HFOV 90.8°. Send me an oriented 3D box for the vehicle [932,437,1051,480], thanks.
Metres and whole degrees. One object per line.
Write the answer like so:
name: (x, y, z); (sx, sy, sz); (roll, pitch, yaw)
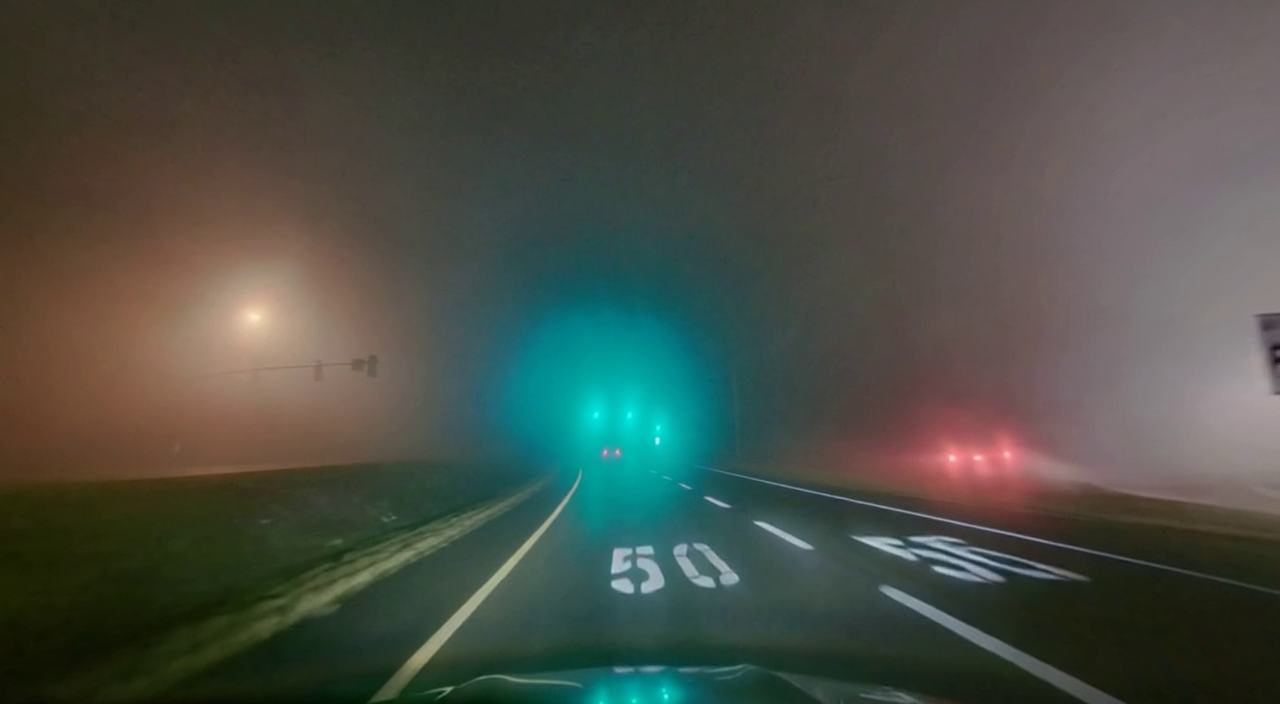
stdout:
vehicle: (16.260, 4.918, 29.366); (4.457, 1.724, 1.871); (3, -8, -1)
